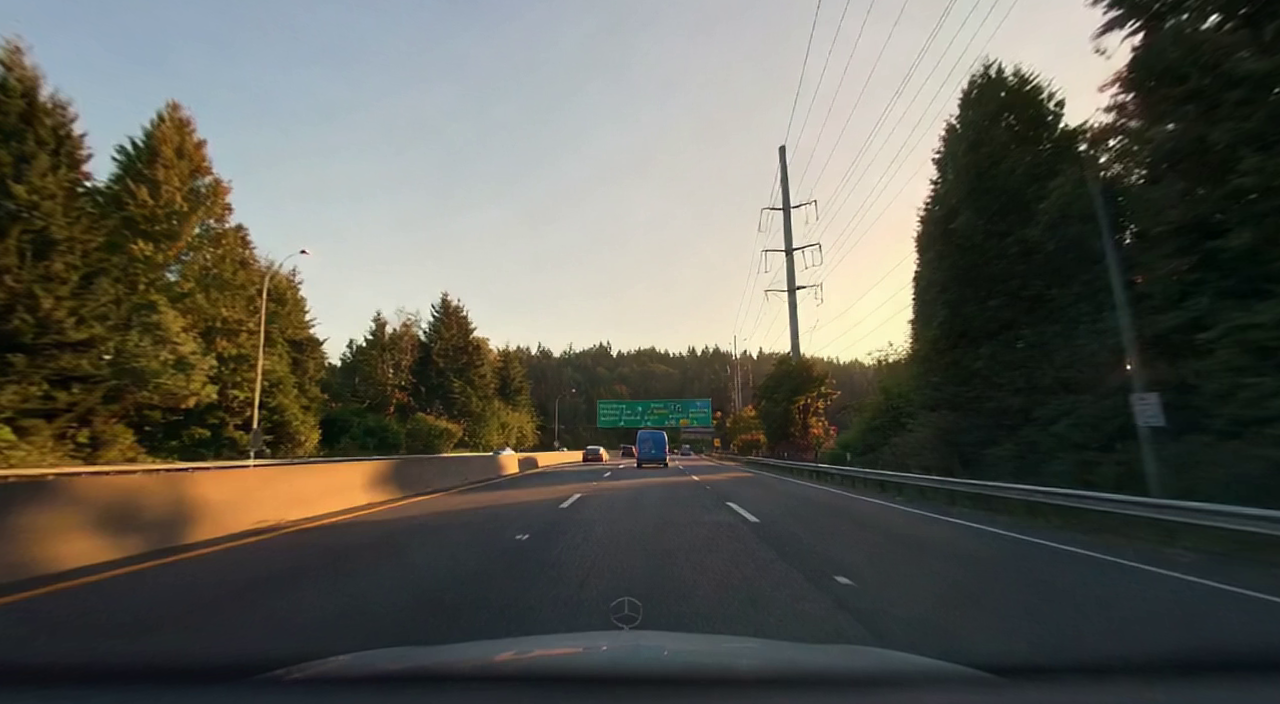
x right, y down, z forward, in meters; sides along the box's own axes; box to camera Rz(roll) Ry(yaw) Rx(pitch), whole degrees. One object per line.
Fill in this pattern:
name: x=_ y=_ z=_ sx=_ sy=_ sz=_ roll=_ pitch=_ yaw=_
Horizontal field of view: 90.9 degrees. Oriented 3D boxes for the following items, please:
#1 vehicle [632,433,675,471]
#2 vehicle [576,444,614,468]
vehicle: x=0.783 y=5.687 z=35.856 sx=2.261 sy=1.969 sz=5.104 roll=0 pitch=-9 yaw=2
vehicle: x=-2.849 y=6.685 z=40.635 sx=1.996 sy=1.433 sz=4.316 roll=0 pitch=-9 yaw=2
